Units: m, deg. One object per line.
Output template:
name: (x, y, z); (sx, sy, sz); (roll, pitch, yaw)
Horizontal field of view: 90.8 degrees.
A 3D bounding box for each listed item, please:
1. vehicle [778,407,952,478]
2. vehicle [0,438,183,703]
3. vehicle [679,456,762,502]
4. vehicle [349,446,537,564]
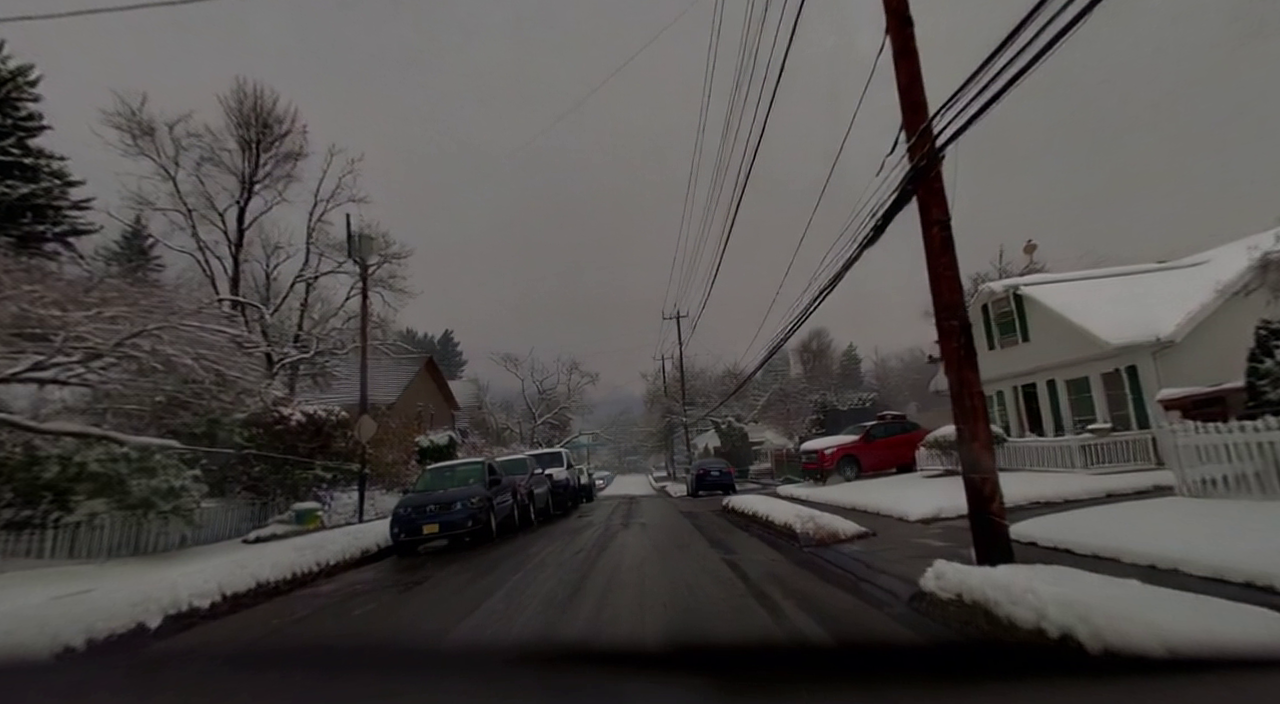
vehicle: (6.395, 2.620, 18.332); (4.249, 1.905, 1.904); (0, -8, -2)
vehicle: (-4.981, 1.075, 2.337); (4.537, 1.595, 2.471); (1, -13, -2)
vehicle: (3.162, 5.028, 25.407); (3.005, 1.535, 4.025); (-2, -8, 5)
vehicle: (-3.113, 2.472, 11.170); (2.081, 1.589, 4.691); (0, -8, -4)
